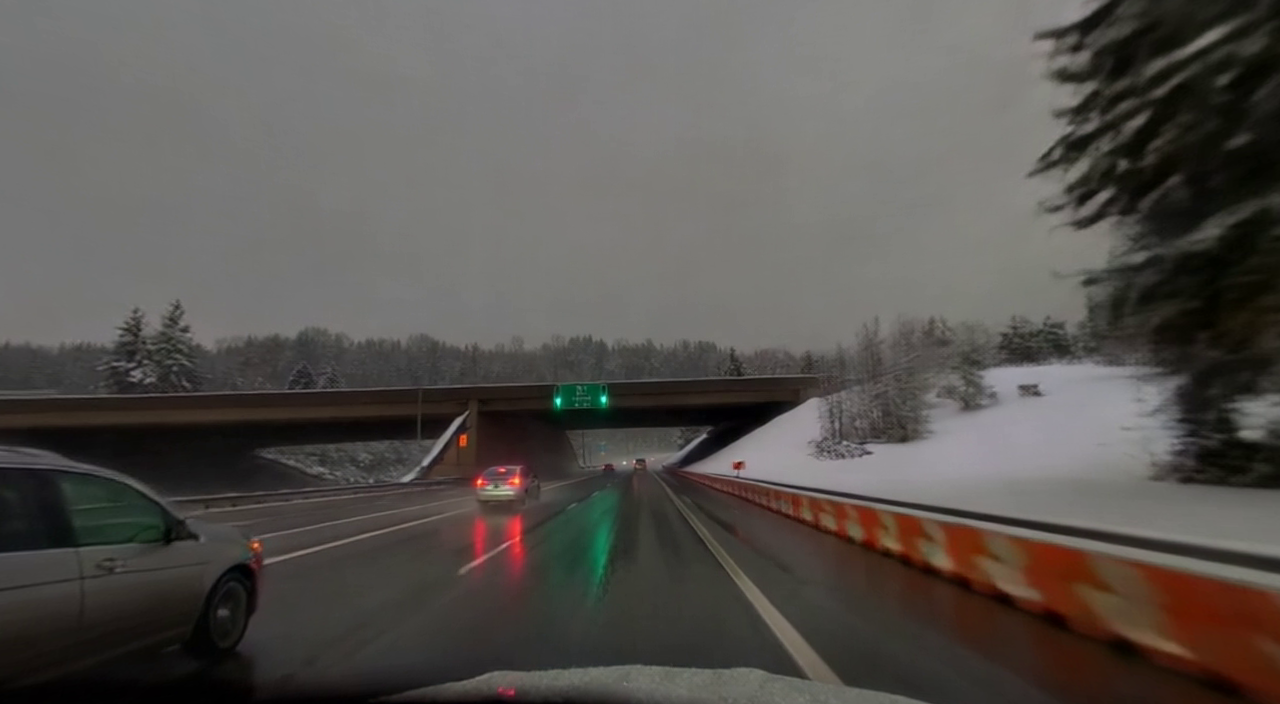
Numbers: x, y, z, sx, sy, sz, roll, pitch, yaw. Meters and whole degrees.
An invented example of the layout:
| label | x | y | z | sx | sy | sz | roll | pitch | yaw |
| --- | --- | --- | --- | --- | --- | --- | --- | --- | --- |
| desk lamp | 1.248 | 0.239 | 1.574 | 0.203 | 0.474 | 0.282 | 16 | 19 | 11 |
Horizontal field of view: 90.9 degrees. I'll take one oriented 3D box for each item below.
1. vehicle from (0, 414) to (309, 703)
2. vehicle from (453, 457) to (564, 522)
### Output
| label | x | y | z | sx | sy | sz | roll | pitch | yaw |
| --- | --- | --- | --- | --- | --- | --- | --- | --- | --- |
| vehicle | -3.653 | 0.969 | 2.358 | 2.023 | 1.507 | 5.082 | 1 | -10 | 0 |
| vehicle | -3.268 | 3.525 | 16.499 | 1.992 | 1.466 | 3.690 | 0 | -10 | 2 |
